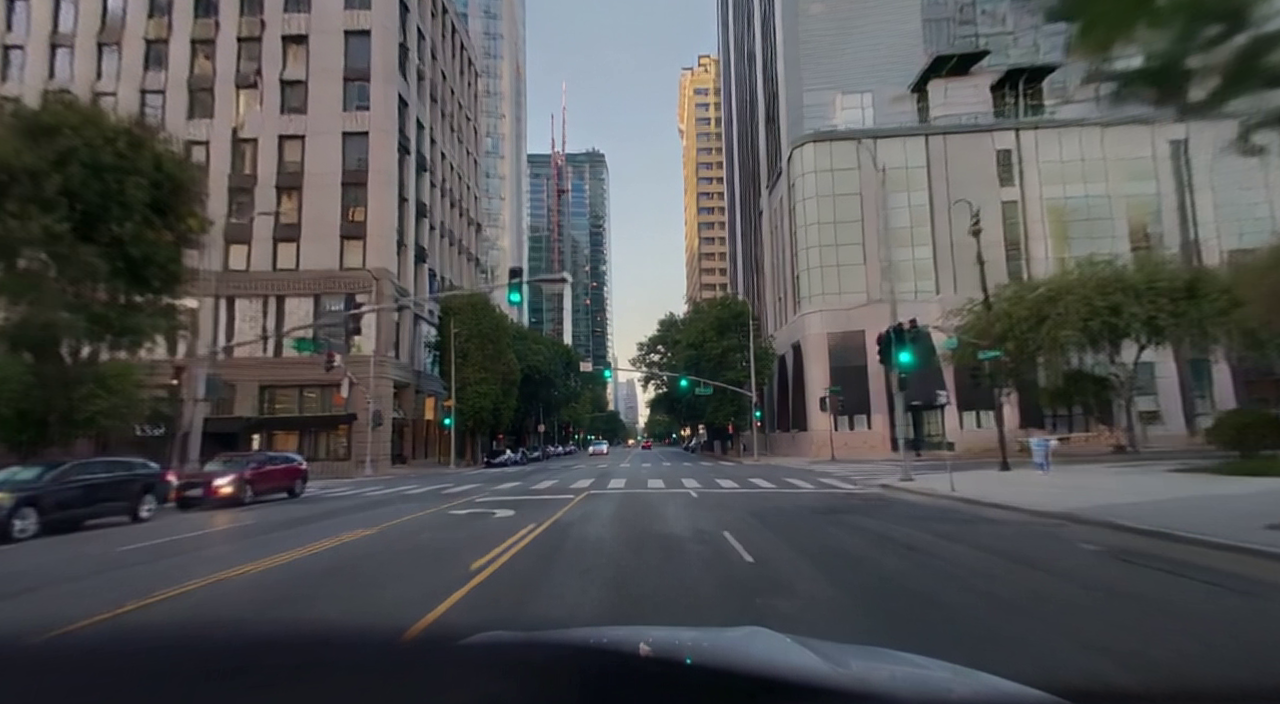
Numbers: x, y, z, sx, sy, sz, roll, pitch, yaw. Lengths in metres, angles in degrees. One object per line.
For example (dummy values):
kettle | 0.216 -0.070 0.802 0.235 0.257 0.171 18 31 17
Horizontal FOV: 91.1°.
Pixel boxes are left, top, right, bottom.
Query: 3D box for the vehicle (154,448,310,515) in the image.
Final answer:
vehicle | -12.100 3.805 19.014 1.956 1.624 4.186 -3 -8 0

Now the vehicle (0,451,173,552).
vehicle | -12.120 2.867 12.529 1.898 1.724 4.445 -1 -8 5
